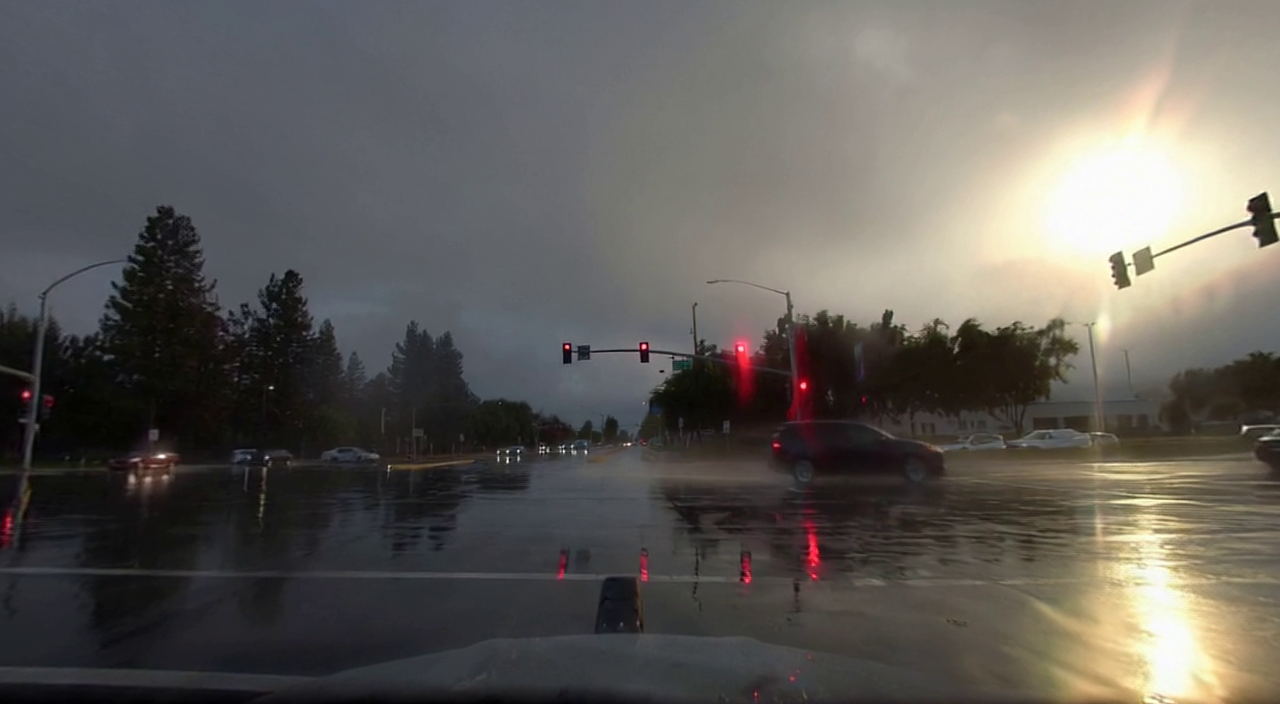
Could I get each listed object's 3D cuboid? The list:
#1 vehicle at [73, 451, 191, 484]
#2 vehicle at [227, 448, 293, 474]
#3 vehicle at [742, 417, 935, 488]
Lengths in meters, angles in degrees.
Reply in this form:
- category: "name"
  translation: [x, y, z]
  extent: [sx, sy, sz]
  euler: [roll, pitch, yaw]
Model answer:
- category: "vehicle"
  translation: [-27.482, 6.230, 34.412]
  extent: [2.135, 1.637, 4.582]
  euler: [-2, -9, 10]
- category: "vehicle"
  translation: [-26.341, 7.562, 43.964]
  extent: [1.889, 1.662, 4.319]
  euler: [0, -9, 0]
- category: "vehicle"
  translation: [6.046, 3.093, 19.610]
  extent: [5.310, 1.972, 2.223]
  euler: [-3, -9, 19]
